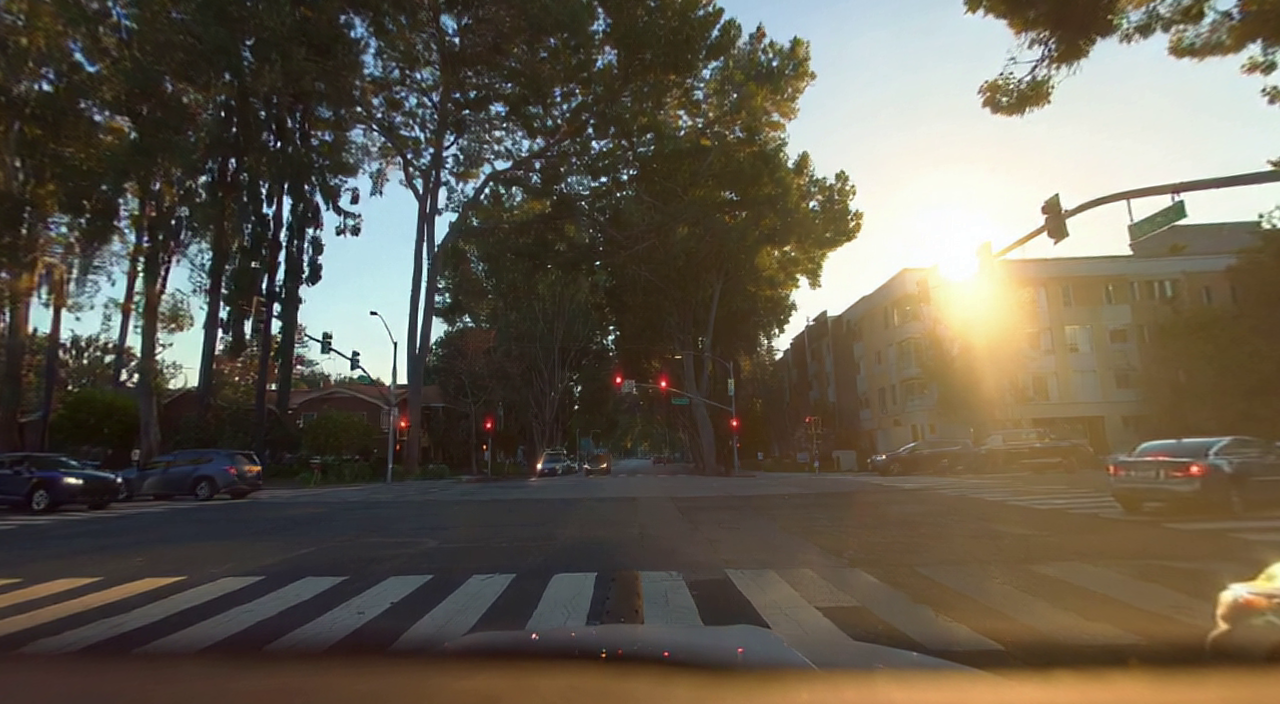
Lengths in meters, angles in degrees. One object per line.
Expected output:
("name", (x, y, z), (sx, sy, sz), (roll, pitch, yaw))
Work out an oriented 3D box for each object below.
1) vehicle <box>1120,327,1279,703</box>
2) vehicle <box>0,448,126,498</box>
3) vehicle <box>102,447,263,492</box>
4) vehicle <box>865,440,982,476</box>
("vehicle", (3.171, 0.521, 0.451), (2.227, 1.705, 4.719), (-1, -8, 5))
("vehicle", (-22.321, 4.416, 23.272), (4.748, 1.727, 2.325), (0, -8, 1))
("vehicle", (-19.136, 4.949, 26.660), (4.798, 1.763, 2.536), (0, -10, 0))
("vehicle", (15.645, 5.887, 35.144), (5.220, 1.897, 2.596), (0, -8, 0))
